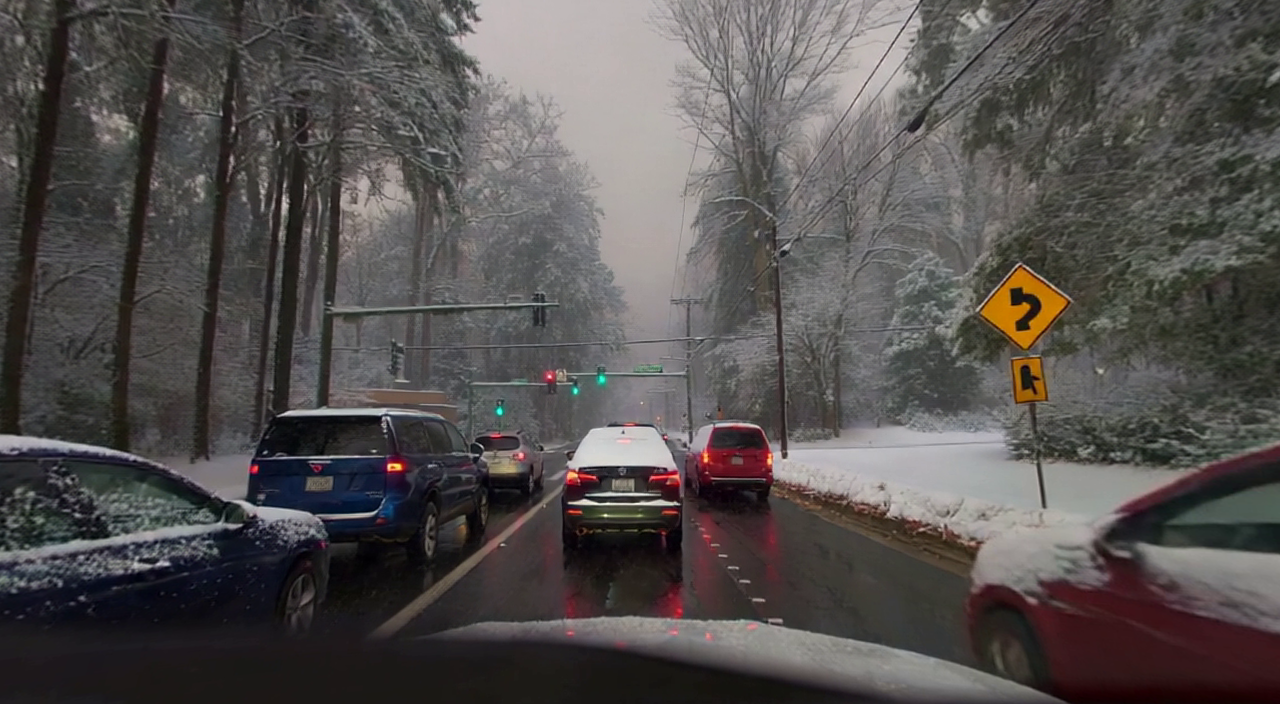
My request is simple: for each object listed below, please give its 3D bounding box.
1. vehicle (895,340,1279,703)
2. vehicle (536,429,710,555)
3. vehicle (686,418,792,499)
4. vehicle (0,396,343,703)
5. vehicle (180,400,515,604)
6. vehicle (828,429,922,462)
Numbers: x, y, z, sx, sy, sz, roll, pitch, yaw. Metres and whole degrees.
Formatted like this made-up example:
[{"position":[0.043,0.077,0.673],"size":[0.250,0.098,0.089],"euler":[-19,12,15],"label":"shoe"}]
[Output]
[{"position":[2.529,0.693,1.200],"size":[2.116,1.497,4.652],"euler":[0,-8,0],"label":"vehicle"},{"position":[-0.245,1.921,9.338],"size":[2.025,1.453,3.848],"euler":[0,-8,-2],"label":"vehicle"},{"position":[2.459,2.808,16.871],"size":[2.059,1.864,4.541],"euler":[0,-8,-1],"label":"vehicle"},{"position":[-2.927,0.842,1.621],"size":[1.974,1.484,4.716],"euler":[0,-8,1],"label":"vehicle"},{"position":[-2.891,1.572,7.446],"size":[1.964,1.712,4.097],"euler":[0,-8,0],"label":"vehicle"},{"position":[11.390,4.563,30.685],"size":[3.883,1.534,1.779],"euler":[0,-8,2],"label":"vehicle"}]
